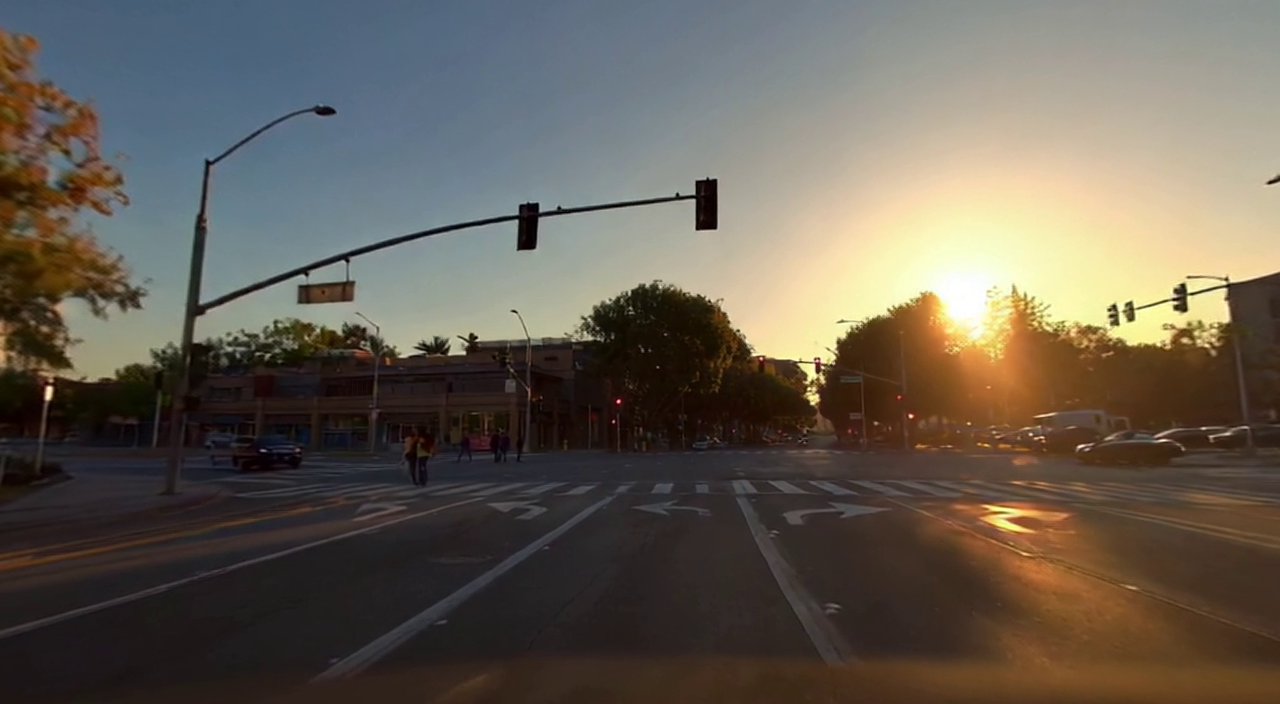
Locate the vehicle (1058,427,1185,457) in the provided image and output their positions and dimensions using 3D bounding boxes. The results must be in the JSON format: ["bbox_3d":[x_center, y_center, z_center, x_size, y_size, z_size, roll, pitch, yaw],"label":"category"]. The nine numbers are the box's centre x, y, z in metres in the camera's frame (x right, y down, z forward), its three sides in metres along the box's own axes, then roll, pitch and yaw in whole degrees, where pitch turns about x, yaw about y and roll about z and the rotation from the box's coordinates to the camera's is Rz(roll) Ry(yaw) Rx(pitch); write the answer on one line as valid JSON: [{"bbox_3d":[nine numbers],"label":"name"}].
[{"bbox_3d":[24.410,4.604,32.199,4.740,1.464,1.876,-1,-9,9],"label":"vehicle"}]

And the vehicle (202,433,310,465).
[{"bbox_3d":[-18.895,4.787,31.130,4.265,1.493,1.871,-2,-9,10],"label":"vehicle"}]

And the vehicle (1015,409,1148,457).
[{"bbox_3d":[26.627,4.980,38.366,5.855,2.746,2.523,-2,-9,10],"label":"vehicle"}]

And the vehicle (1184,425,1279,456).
[{"bbox_3d":[35.038,5.115,36.570,4.896,1.729,1.952,-2,-9,10],"label":"vehicle"}]
